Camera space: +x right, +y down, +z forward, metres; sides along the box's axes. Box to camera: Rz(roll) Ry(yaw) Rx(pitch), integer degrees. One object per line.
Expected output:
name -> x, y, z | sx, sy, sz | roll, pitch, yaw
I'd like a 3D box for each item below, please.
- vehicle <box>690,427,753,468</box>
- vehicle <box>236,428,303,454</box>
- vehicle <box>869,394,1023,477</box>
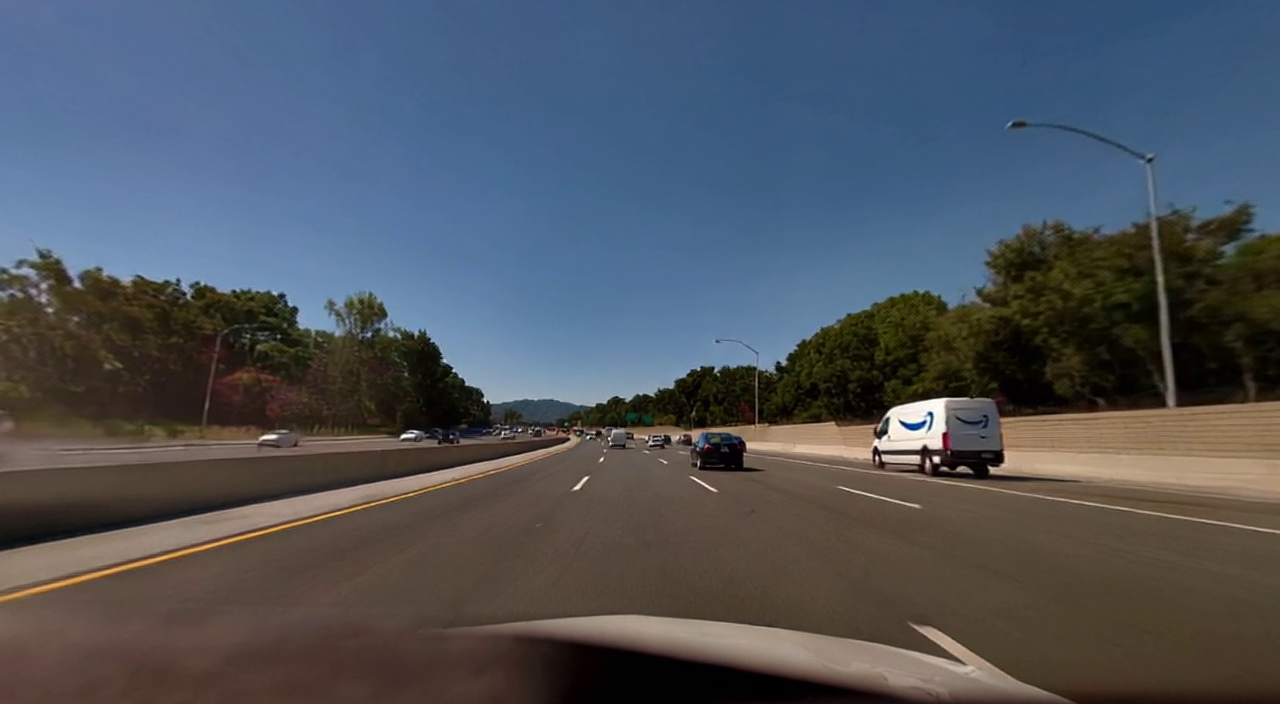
vehicle -> 3.609, 4.344, 28.819 | 2.141, 1.732, 4.279 | 0, -8, -3
vehicle -> -25.542, 6.160, 43.659 | 1.940, 1.675, 4.621 | 0, -8, -2
vehicle -> 11.671, 3.337, 24.910 | 2.274, 2.802, 6.802 | 0, -8, -3
